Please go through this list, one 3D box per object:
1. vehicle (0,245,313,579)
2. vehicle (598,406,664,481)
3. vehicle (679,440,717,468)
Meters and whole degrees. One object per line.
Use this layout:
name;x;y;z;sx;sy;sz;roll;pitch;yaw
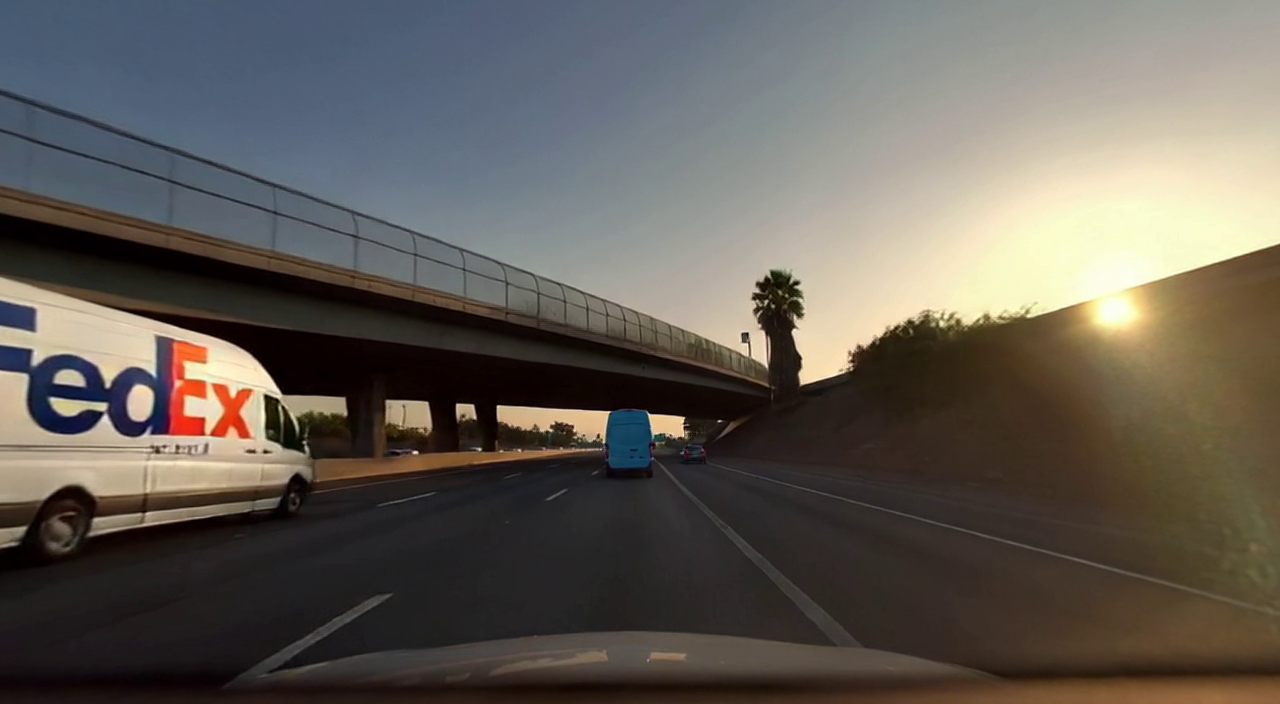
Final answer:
vehicle;-7.656;0.989;8.282;2.965;3.178;7.188;-2;-9;-1
vehicle;-0.235;3.868;26.498;2.476;2.776;5.598;0;-9;2
vehicle;3.548;6.306;39.074;1.987;1.648;3.984;0;-9;-1
